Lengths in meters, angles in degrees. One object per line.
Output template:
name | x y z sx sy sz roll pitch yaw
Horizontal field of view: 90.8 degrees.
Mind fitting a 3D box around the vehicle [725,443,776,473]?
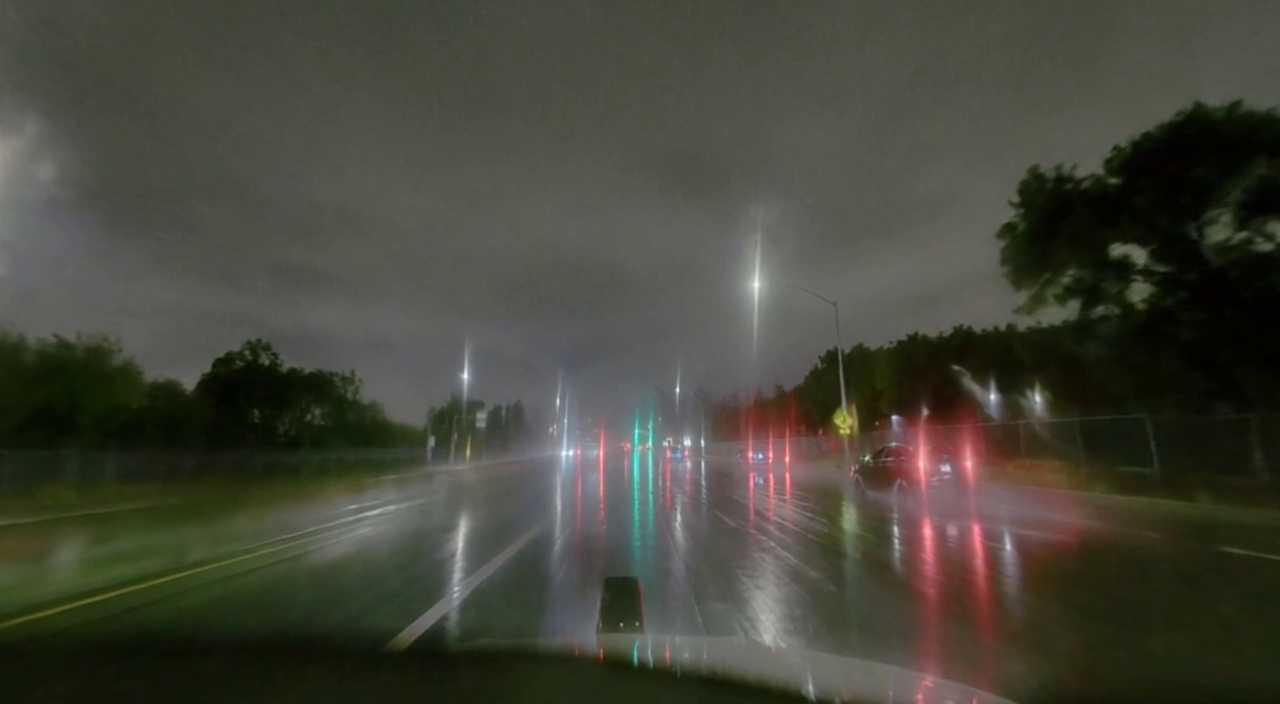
vehicle | 6.306 6.074 36.479 1.987 1.597 4.463 0 -8 -2

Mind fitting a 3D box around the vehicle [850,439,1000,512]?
vehicle | 6.657 2.882 15.253 1.838 1.518 3.713 0 -8 0

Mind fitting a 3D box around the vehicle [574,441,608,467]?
vehicle | -3.546 7.549 46.791 2.230 1.827 4.406 0 -8 -1
